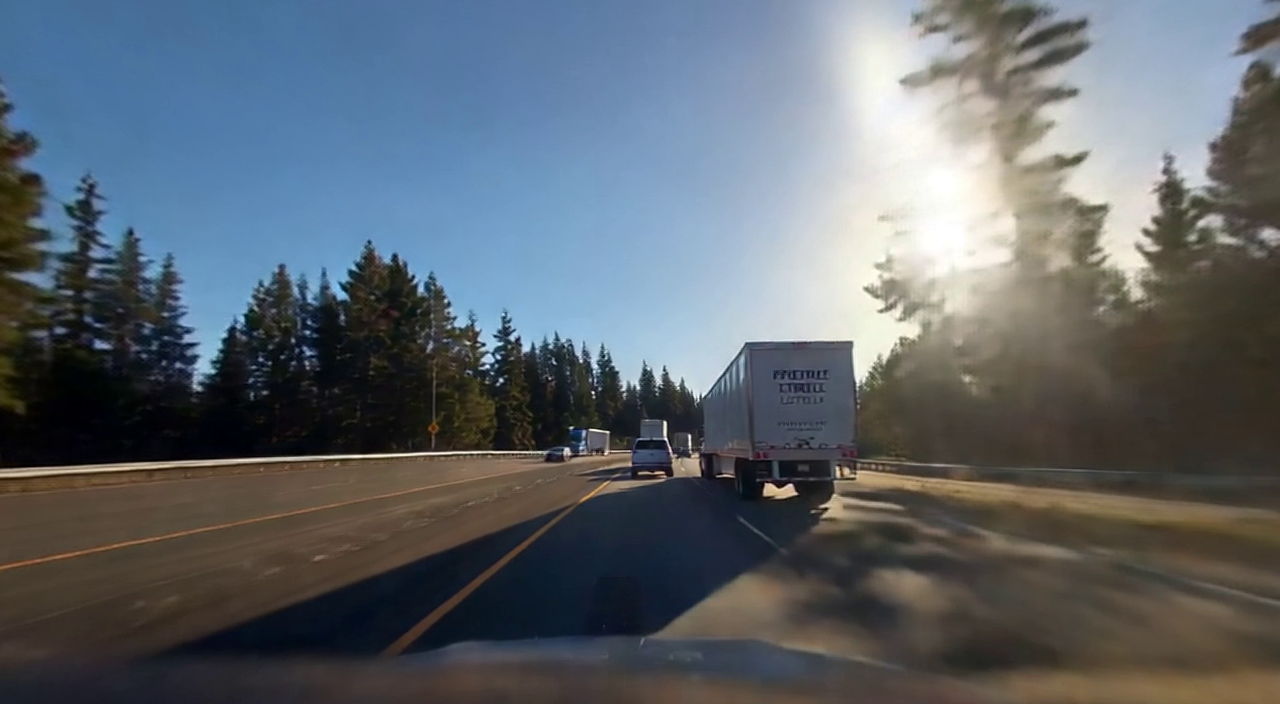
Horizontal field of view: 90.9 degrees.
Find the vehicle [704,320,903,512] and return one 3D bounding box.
[{"bbox_3d":[4.344,2.571,22.003,2.899,4.160,16.621,0,-8,1],"label":"vehicle"}]

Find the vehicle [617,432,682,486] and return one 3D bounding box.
[{"bbox_3d":[0.364,4.021,24.063,2.222,1.848,4.610,0,-8,1],"label":"vehicle"}]
